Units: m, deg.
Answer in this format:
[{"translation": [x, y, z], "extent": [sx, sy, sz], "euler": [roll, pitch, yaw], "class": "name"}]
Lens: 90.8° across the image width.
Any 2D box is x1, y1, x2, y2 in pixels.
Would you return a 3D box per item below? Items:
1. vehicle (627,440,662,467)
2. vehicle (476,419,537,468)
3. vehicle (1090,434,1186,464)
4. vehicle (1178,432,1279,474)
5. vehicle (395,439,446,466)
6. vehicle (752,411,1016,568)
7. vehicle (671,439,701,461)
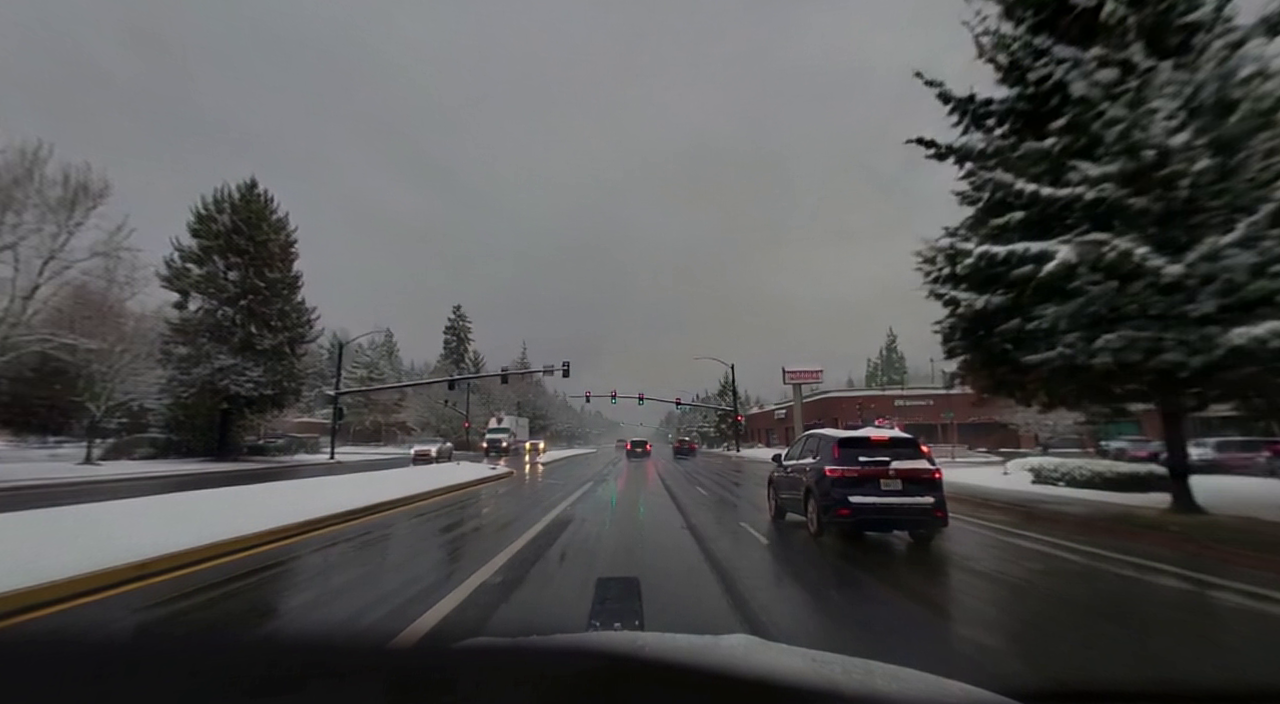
[{"translation": [0.217, 6.134, 38.385], "extent": [2.023, 1.532, 3.891], "euler": [0, -9, -1], "class": "vehicle"}, {"translation": [-7.406, 5.172, 35.767], "extent": [2.334, 2.525, 5.893], "euler": [0, -8, -2], "class": "vehicle"}, {"translation": [31.406, 6.151, 40.057], "extent": [1.980, 1.792, 4.850], "euler": [0, -9, -1], "class": "vehicle"}, {"translation": [25.670, 4.242, 26.651], "extent": [1.924, 1.595, 4.372], "euler": [0, -9, -2], "class": "vehicle"}, {"translation": [-14.144, 6.475, 40.894], "extent": [1.847, 1.624, 3.927], "euler": [0, -9, 1], "class": "vehicle"}, {"translation": [3.036, 1.816, 9.094], "extent": [1.969, 1.682, 4.387], "euler": [0, -9, -1], "class": "vehicle"}, {"translation": [3.549, 7.685, 49.506], "extent": [2.085, 1.668, 4.077], "euler": [0, -9, 0], "class": "vehicle"}]
